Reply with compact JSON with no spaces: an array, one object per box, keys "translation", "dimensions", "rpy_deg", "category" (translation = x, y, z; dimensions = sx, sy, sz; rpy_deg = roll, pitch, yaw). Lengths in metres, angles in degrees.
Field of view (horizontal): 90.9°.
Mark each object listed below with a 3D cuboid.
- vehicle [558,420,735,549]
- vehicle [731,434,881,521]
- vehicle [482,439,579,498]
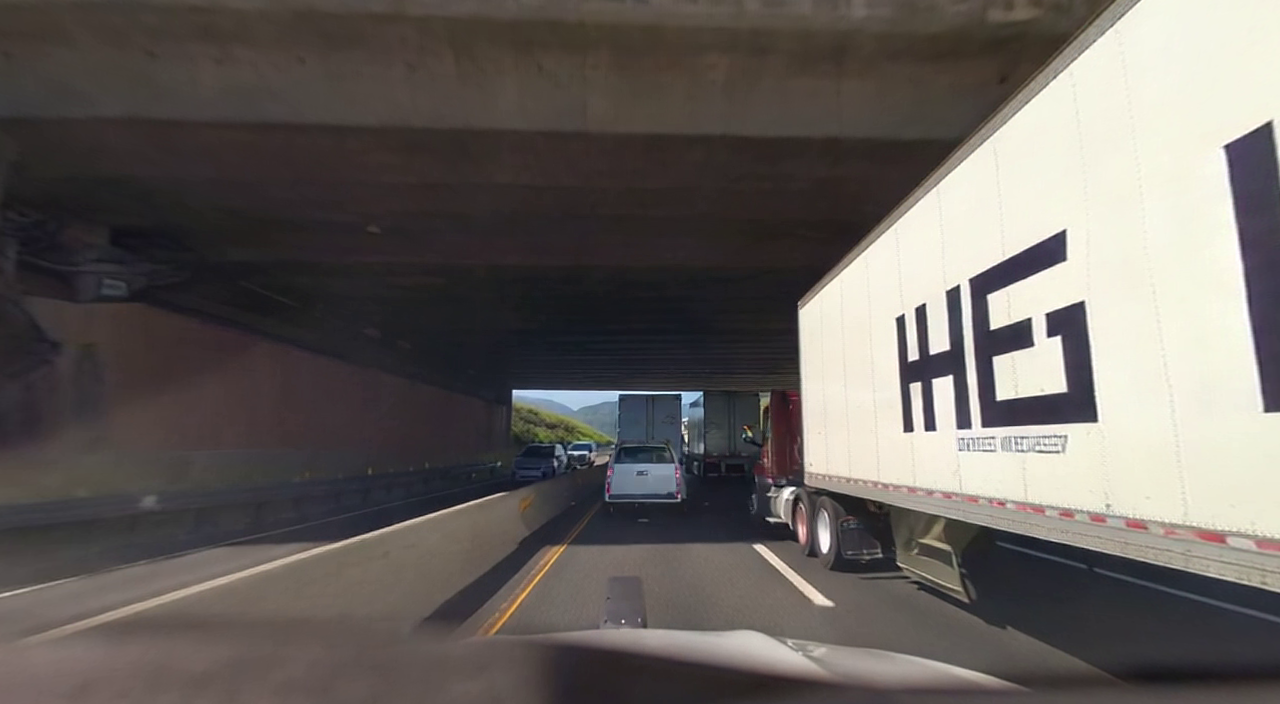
[{"translation":[0.105,2.018,10.162],"dimensions":[2.256,1.615,4.114],"rpy_deg":[-1,-9,1],"category":"vehicle"},{"translation":[3.220,2.525,13.128],"dimensions":[1.972,1.505,3.946],"rpy_deg":[-1,-9,-1],"category":"vehicle"},{"translation":[-3.192,3.522,19.420],"dimensions":[2.122,1.569,4.294],"rpy_deg":[-1,-9,2],"category":"vehicle"}]
